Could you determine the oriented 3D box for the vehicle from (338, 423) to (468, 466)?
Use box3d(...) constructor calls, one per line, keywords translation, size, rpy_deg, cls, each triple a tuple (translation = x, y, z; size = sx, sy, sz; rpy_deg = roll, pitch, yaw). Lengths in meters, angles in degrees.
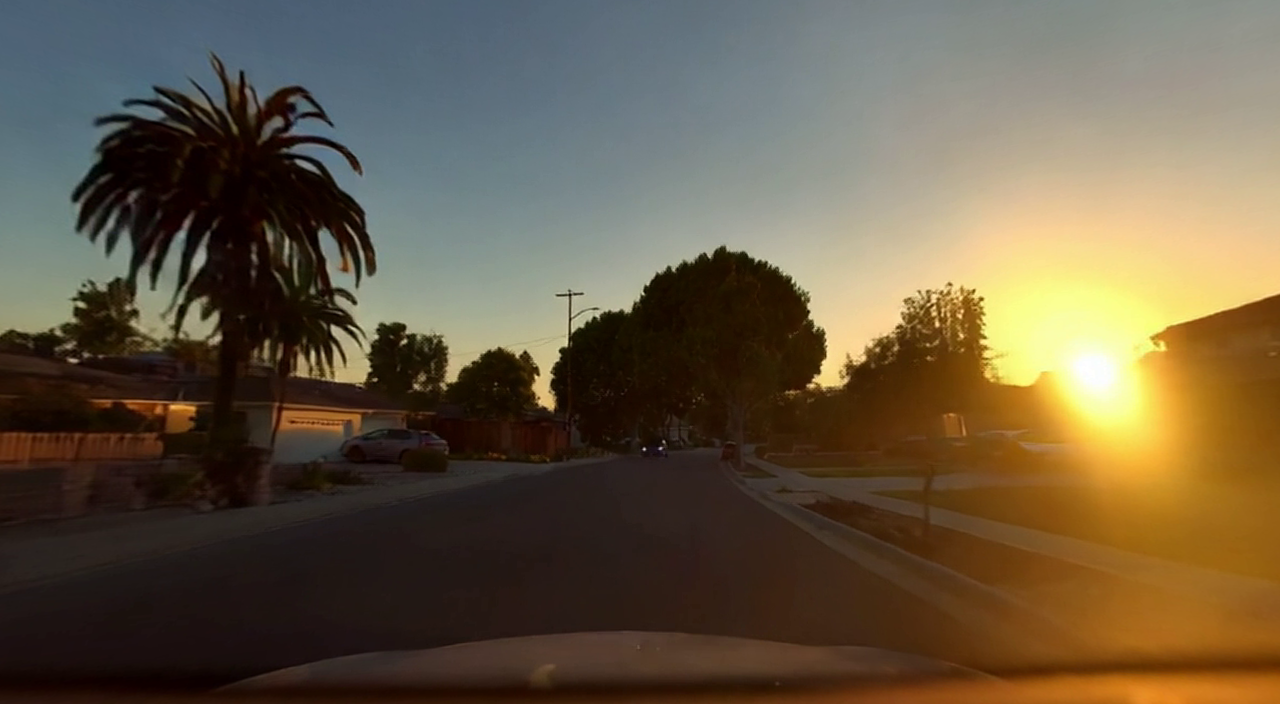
box3d(translation=(-11.572, 4.566, 31.158), size=(5.497, 1.983, 2.191), rpy_deg=(0, -9, 3), cls="vehicle")
